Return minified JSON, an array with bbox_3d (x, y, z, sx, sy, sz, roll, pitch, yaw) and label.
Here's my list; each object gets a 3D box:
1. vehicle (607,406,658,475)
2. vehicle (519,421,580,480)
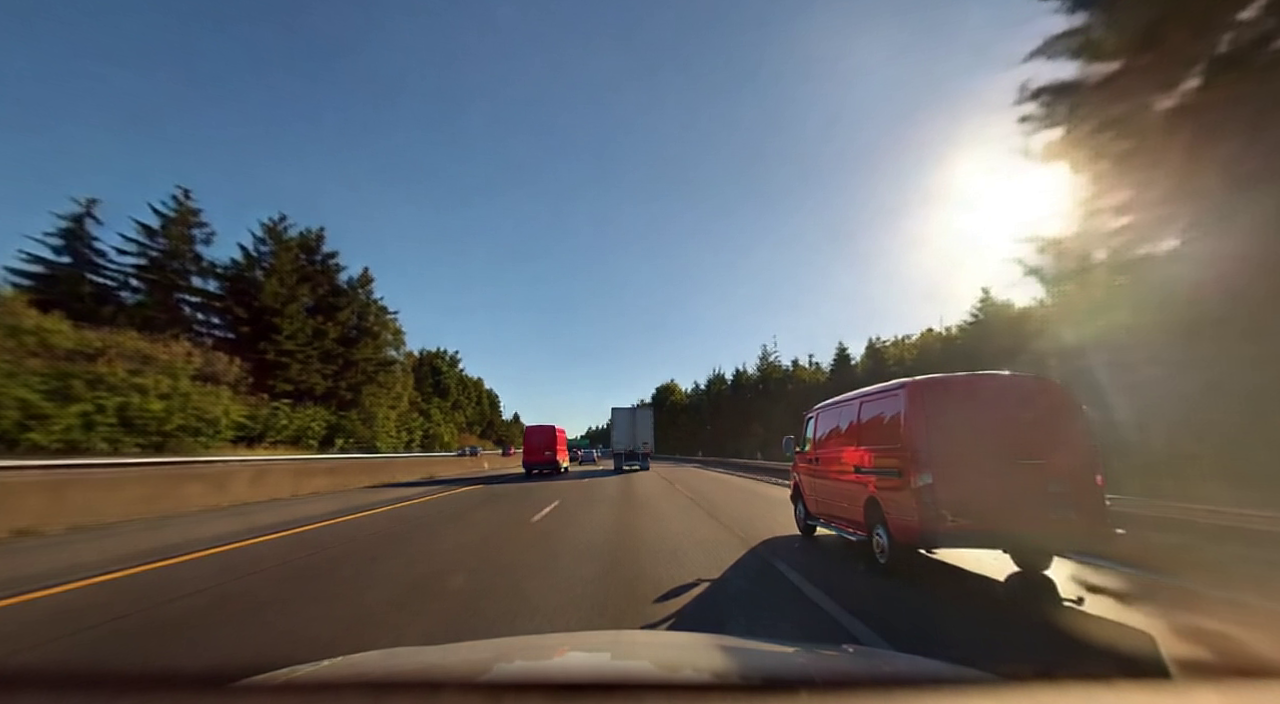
[{"bbox_3d":[-0.574,5.996,42.267,2.995,4.036,10.311,0,-9,-1],"label":"vehicle"},{"bbox_3d":[-4.634,5.226,33.461,2.357,2.786,6.144,0,-9,-1],"label":"vehicle"}]
